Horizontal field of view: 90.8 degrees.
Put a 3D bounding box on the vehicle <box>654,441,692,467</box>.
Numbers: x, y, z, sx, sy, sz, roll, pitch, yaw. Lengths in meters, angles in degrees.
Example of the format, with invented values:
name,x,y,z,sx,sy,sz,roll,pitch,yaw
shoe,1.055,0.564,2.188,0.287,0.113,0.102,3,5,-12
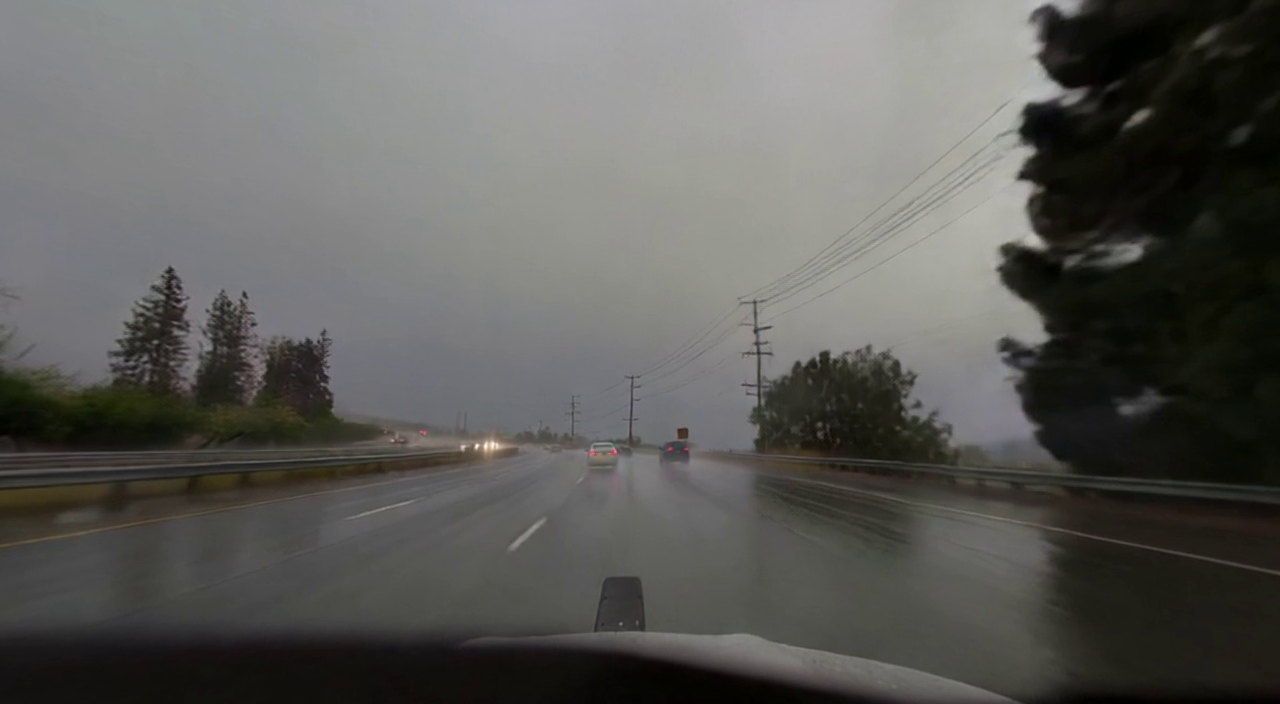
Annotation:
name,x,y,z,sx,sy,sz,roll,pitch,yaw
vehicle,1.996,6.267,39.068,1.789,1.503,3.897,1,-9,-5

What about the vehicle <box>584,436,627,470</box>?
name,x,y,z,sx,sy,sz,roll,pitch,yaw
vehicle,-1.883,5.481,34.422,2.188,1.714,3.921,1,-8,-3
